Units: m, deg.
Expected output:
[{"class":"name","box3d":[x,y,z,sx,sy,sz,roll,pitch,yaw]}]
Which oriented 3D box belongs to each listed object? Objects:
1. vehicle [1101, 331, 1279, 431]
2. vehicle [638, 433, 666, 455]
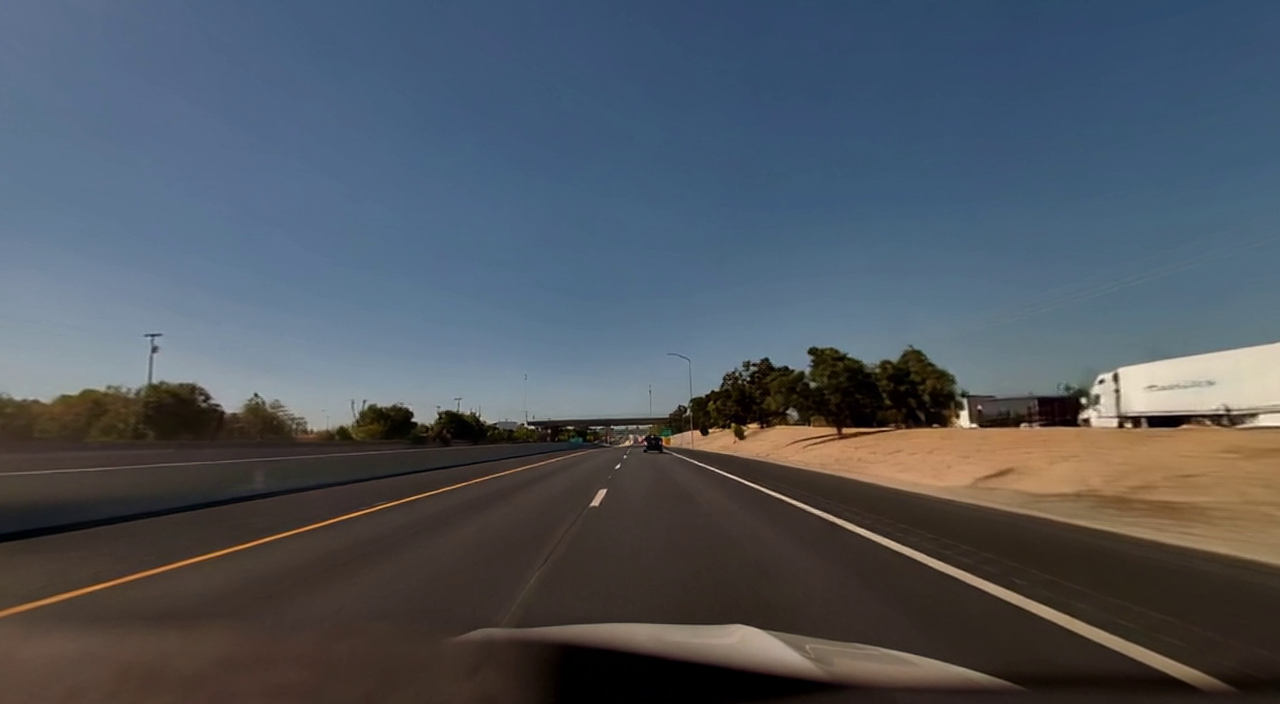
[{"class":"vehicle","box3d":[33.318,1.812,35.214,2.910,4.578,16.580,-5,-9,2]},{"class":"vehicle","box3d":[0.926,7.177,49.449,2.069,1.660,4.040,0,-8,-1]}]
